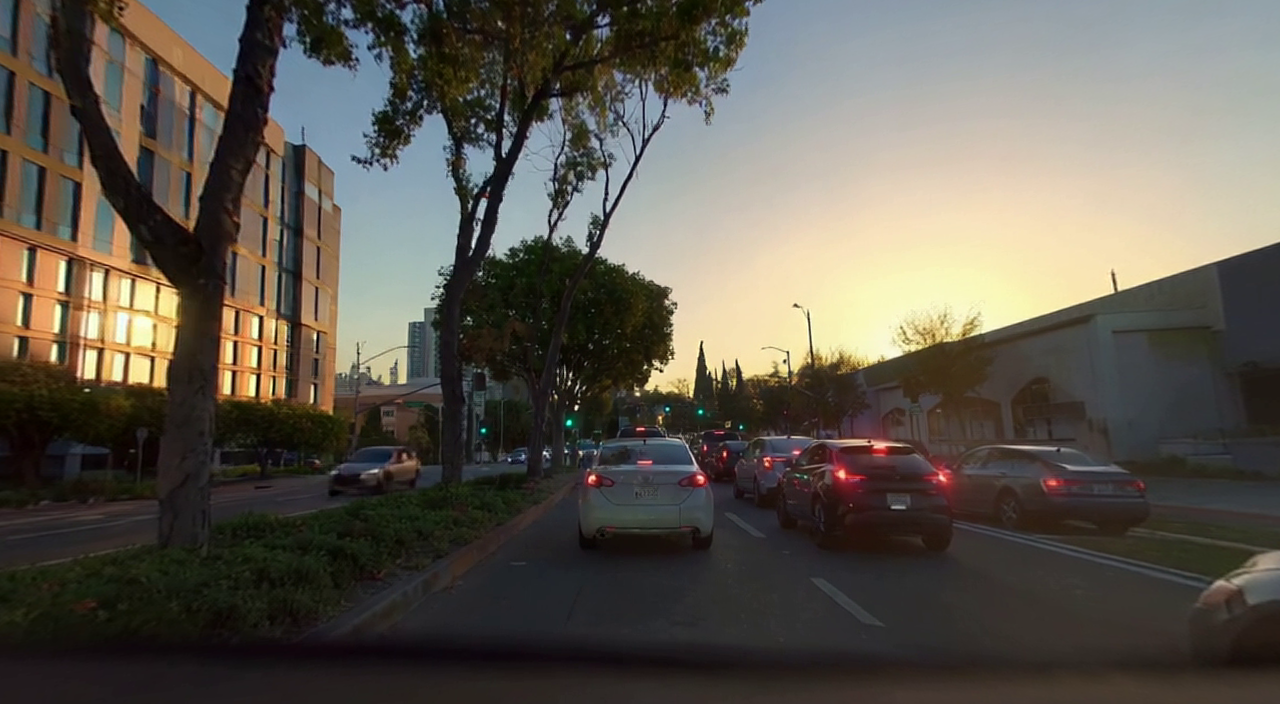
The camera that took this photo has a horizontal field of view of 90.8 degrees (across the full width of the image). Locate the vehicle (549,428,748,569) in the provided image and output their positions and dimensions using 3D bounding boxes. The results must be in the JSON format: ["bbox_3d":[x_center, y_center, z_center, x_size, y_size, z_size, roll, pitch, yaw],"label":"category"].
[{"bbox_3d":[0.050,1.865,8.846,2.105,1.474,4.127,0,-8,-1],"label":"vehicle"}]

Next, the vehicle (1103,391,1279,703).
[{"bbox_3d":[3.211,0.652,0.616,1.982,1.491,4.664,0,-8,0],"label":"vehicle"}]

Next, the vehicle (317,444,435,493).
[{"bbox_3d":[-9.157,4.070,22.500,2.000,1.519,4.964,0,-8,1],"label":"vehicle"}]

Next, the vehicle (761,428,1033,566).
[{"bbox_3d":[3.243,1.913,9.200,1.995,1.483,4.533,0,-8,-1],"label":"vehicle"}]
